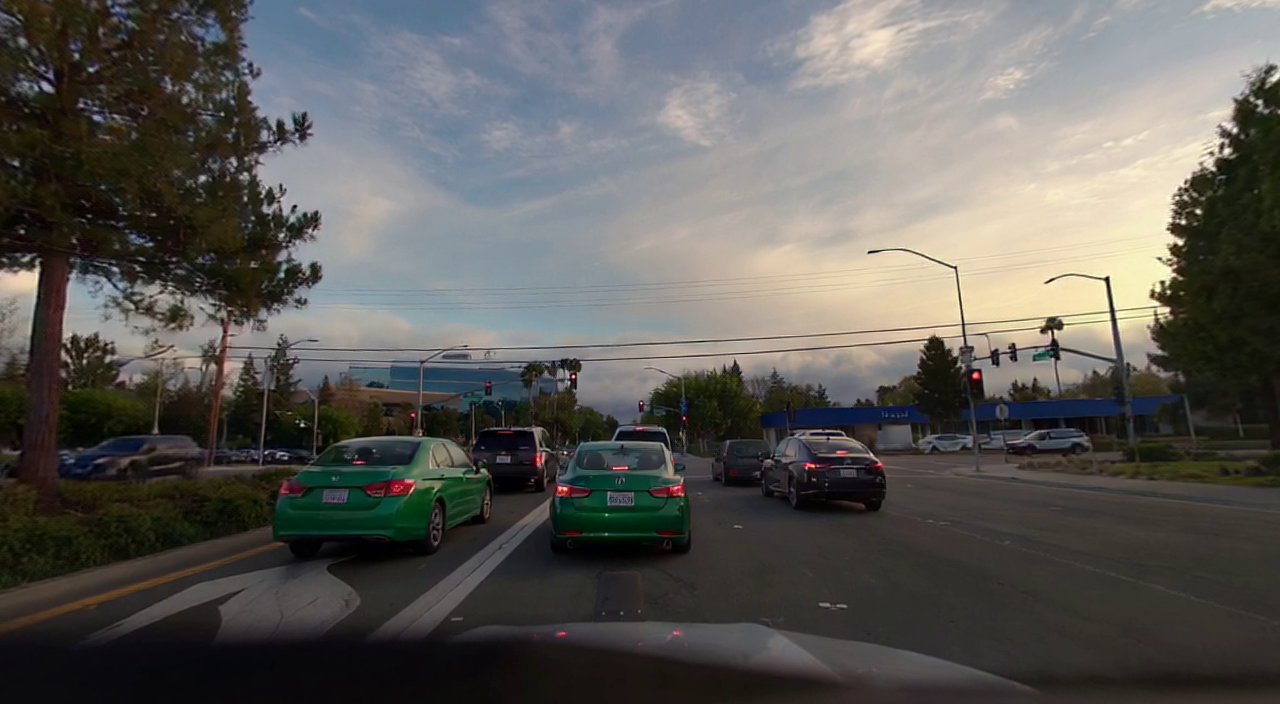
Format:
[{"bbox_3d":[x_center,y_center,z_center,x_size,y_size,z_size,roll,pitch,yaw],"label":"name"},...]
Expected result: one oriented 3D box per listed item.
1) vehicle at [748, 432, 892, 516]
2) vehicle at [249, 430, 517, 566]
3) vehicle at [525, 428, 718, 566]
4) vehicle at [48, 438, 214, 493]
[{"bbox_3d":[3.552,2.467,13.279,1.880,1.476,3.932,0,-8,1],"label":"vehicle"},{"bbox_3d":[-3.195,1.886,8.952,1.917,1.441,4.128,-1,-8,2],"label":"vehicle"},{"bbox_3d":[-0.207,1.833,8.711,2.041,1.450,3.847,0,-8,0],"label":"vehicle"},{"bbox_3d":[-17.081,3.797,21.619,2.094,1.654,4.786,1,-8,-7],"label":"vehicle"}]
